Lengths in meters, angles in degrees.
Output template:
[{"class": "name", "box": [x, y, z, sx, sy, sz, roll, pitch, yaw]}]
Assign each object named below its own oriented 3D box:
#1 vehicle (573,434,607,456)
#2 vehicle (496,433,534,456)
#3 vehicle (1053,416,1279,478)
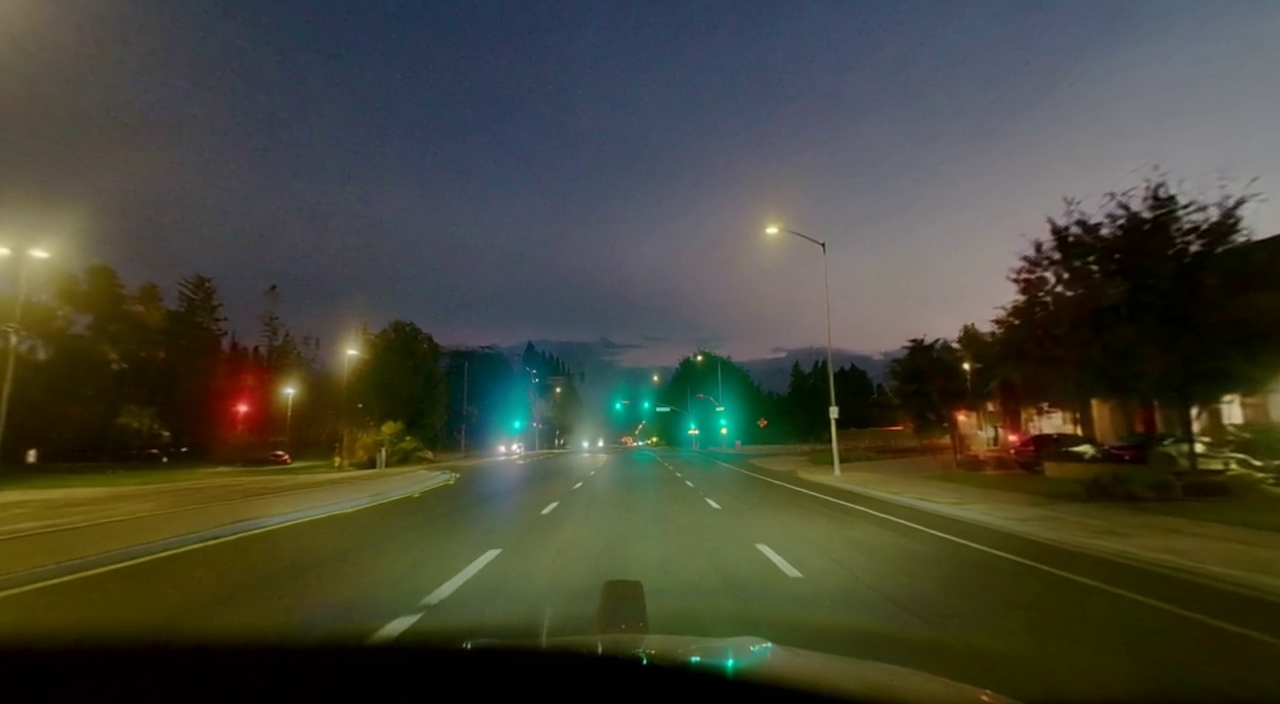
[{"class": "vehicle", "box": [-3.492, 6.651, 45.099, 2.085, 1.460, 4.516, 0, -8, 0]}, {"class": "vehicle", "box": [-9.641, 7.202, 48.857, 2.098, 1.695, 4.475, 0, -8, -1]}, {"class": "vehicle", "box": [15.046, 2.724, 18.245, 4.625, 1.467, 1.991, -3, -8, 3]}]
